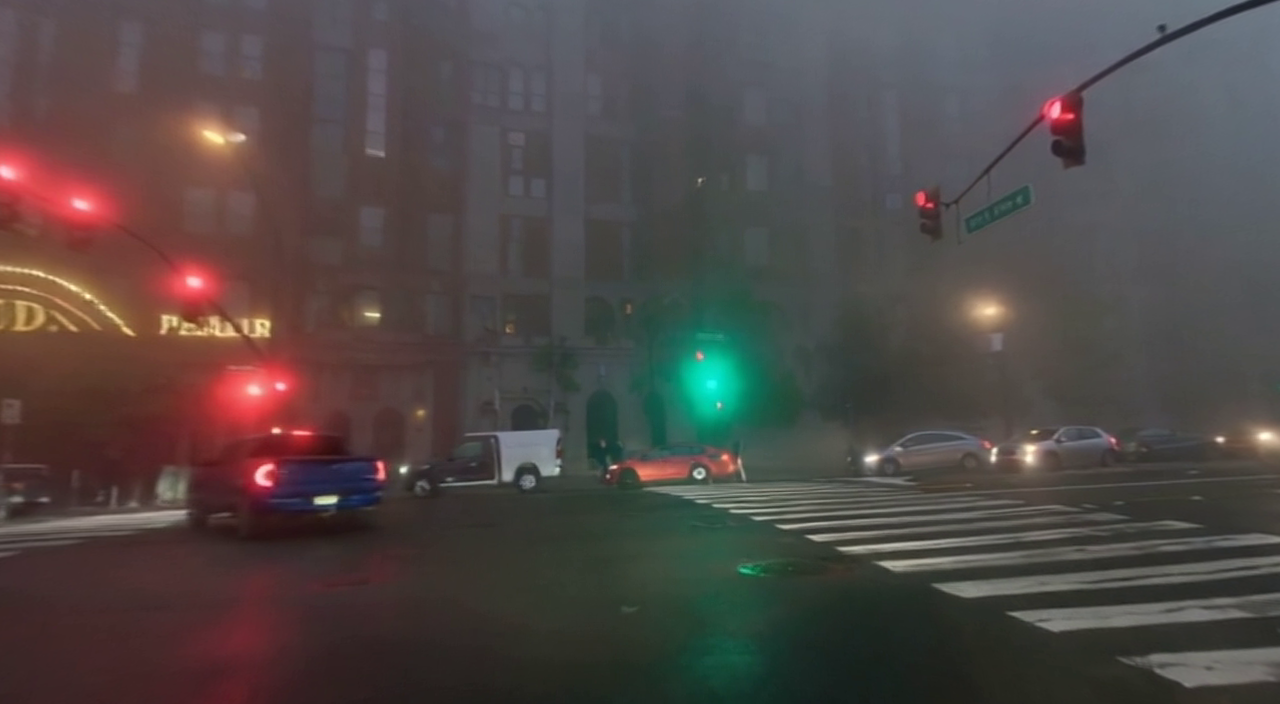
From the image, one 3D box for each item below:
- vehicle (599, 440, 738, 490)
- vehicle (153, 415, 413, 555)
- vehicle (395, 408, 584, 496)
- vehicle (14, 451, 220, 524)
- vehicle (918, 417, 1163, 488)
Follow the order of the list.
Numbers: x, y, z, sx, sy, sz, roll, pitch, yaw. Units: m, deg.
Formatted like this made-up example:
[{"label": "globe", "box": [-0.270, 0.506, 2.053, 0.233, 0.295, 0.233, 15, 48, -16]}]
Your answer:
[{"label": "vehicle", "box": [0.870, 3.803, 21.392, 4.515, 1.583, 1.920, 1, -8, -4]}, {"label": "vehicle", "box": [-6.982, 2.356, 12.048, 5.534, 2.020, 2.477, -7, -11, 41]}, {"label": "vehicle", "box": [-5.130, 3.543, 22.563, 6.182, 2.913, 2.526, 1, -8, -5]}, {"label": "vehicle", "box": [-16.796, 4.328, 20.496, 4.799, 1.909, 2.011, -2, -7, -5]}, {"label": "vehicle", "box": [9.198, 2.316, 14.676, 4.600, 1.506, 1.878, 1, -9, -9]}]
